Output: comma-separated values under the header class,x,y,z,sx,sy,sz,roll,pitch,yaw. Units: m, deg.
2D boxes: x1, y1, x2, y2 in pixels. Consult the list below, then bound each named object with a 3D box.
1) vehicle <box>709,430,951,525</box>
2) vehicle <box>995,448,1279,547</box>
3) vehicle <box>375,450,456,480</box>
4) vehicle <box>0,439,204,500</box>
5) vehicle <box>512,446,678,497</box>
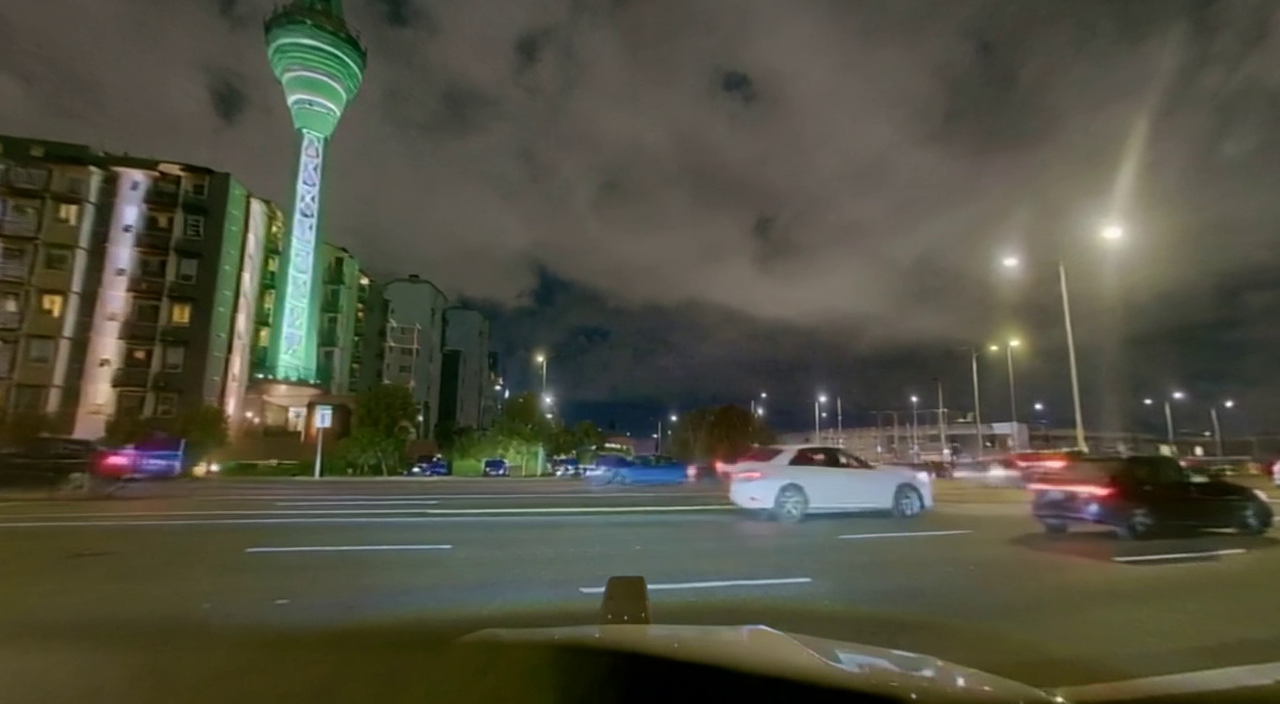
class,x,y,z,sx,sy,sz,roll,pitch,yaw
vehicle,3.812,2.520,12.993,4.284,1.692,2.031,3,-9,-15
vehicle,8.956,2.405,10.934,4.710,1.444,2.041,3,-9,-15
vehicle,-15.463,7.788,43.532,4.920,1.956,1.865,-1,-9,8
vehicle,-15.027,3.067,16.659,5.371,1.488,1.763,2,-9,-14
vehicle,-1.440,3.715,19.890,4.921,1.453,1.894,3,-9,-15
